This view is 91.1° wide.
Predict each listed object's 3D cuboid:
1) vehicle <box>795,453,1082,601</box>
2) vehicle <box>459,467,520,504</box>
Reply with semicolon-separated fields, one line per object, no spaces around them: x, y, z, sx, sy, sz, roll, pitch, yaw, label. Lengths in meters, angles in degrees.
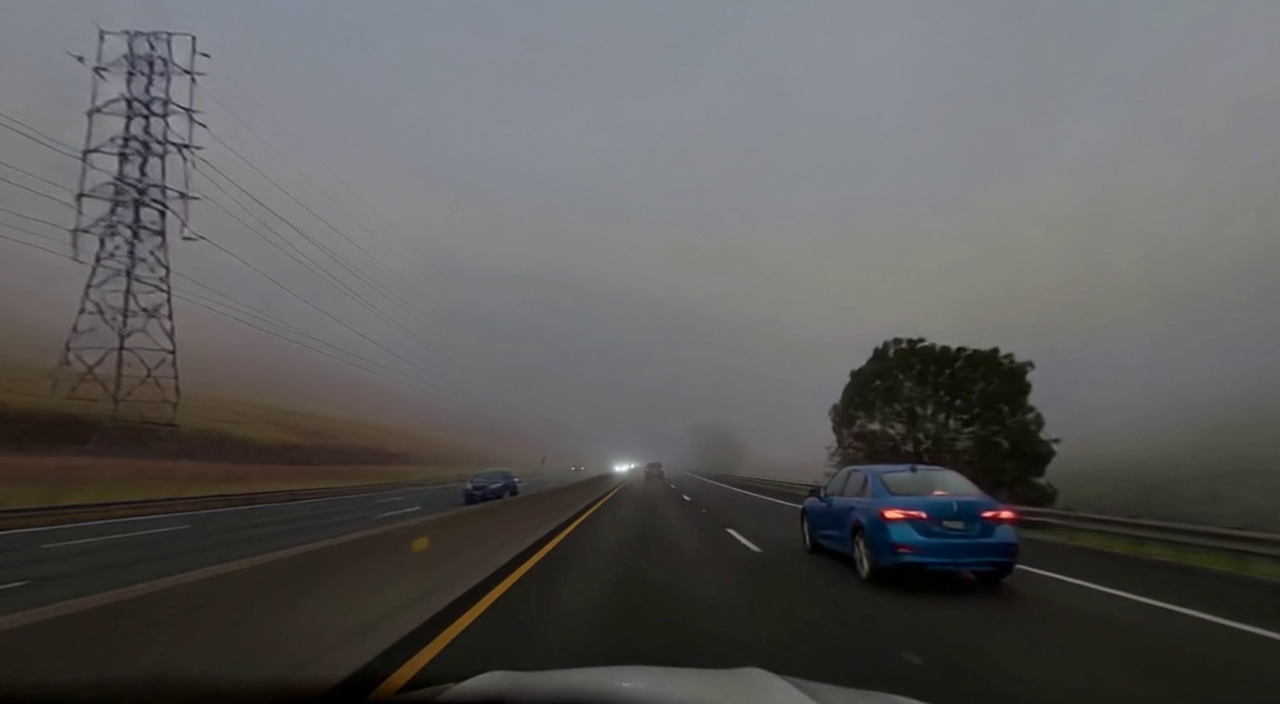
3.674;2.226;8.702;1.985;1.521;3.904;1;-10;-1;vehicle
-7.291;6.515;30.849;1.919;1.640;4.120;1;-10;1;vehicle
